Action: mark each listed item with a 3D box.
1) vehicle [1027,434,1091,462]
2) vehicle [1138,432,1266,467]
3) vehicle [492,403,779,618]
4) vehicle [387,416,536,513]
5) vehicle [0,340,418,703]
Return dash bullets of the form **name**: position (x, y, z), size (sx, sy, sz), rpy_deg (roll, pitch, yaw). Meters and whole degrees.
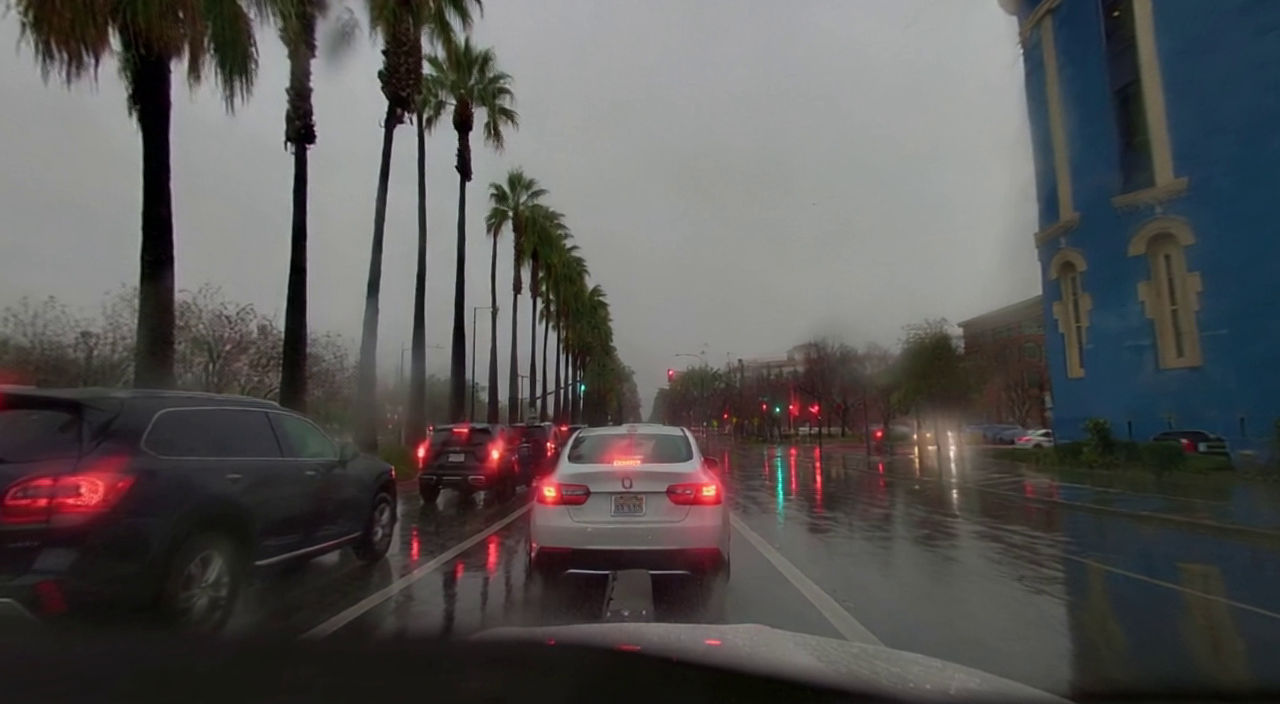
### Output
- **vehicle**: position (26.280, 6.061, 39.705), size (1.882, 1.672, 3.957), rpy_deg (-2, -9, 11)
- **vehicle**: position (25.462, 4.418, 28.677), size (3.914, 1.427, 1.779), rpy_deg (-2, -8, 5)
- **vehicle**: position (-0.060, 1.493, 6.889), size (2.114, 1.585, 4.285), rpy_deg (0, -8, -1)
- **vehicle**: position (-3.464, 2.267, 13.116), size (1.840, 1.684, 4.041), rpy_deg (0, -8, 1)
- **vehicle**: position (-3.533, 1.124, 5.091), size (1.914, 1.741, 4.398), rpy_deg (0, -8, -1)
